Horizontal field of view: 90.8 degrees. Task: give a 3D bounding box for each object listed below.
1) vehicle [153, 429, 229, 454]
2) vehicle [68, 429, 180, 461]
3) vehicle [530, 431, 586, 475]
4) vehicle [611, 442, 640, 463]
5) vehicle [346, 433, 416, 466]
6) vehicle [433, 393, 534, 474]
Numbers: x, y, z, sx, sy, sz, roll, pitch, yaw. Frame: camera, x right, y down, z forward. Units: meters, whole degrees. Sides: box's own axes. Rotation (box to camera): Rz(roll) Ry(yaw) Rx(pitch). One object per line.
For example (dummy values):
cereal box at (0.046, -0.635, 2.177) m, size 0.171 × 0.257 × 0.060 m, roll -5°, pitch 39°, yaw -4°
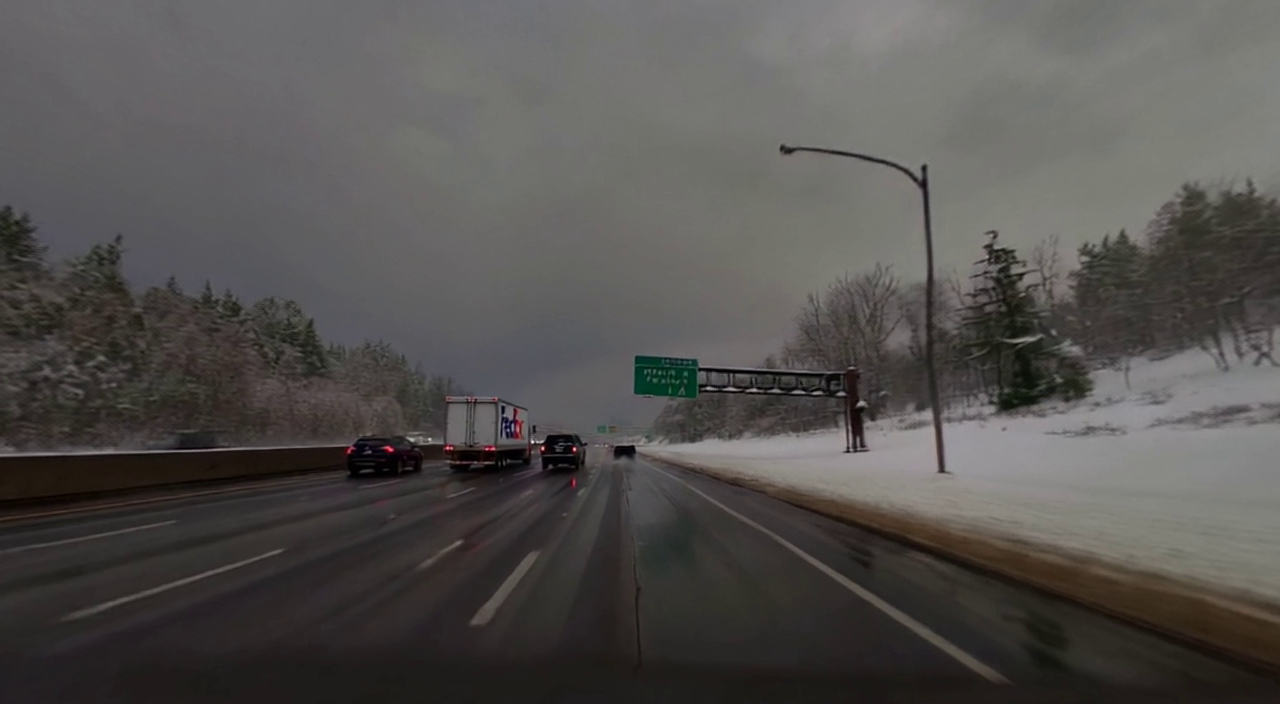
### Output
vehicle at (-30.893, 6.213, 43.689) m, size 1.914 × 1.670 × 4.733 m, roll 0°, pitch -9°, yaw -3°
vehicle at (-26.714, 4.865, 32.972) m, size 1.992 × 1.536 × 4.707 m, roll 0°, pitch -9°, yaw -2°
vehicle at (-3.728, 4.696, 29.537) m, size 2.170 × 1.886 × 4.628 m, roll 0°, pitch -9°, yaw -2°
vehicle at (-1.122, 7.513, 47.182) m, size 2.043 × 1.489 × 3.839 m, roll 0°, pitch -9°, yaw -3°
vehicle at (-13.920, 5.264, 34.252) m, size 2.018 × 1.668 × 4.409 m, roll 0°, pitch -9°, yaw -2°
vehicle at (-7.051, 3.931, 29.924) m, size 2.870 × 3.266 × 8.589 m, roll 0°, pitch -9°, yaw -2°
